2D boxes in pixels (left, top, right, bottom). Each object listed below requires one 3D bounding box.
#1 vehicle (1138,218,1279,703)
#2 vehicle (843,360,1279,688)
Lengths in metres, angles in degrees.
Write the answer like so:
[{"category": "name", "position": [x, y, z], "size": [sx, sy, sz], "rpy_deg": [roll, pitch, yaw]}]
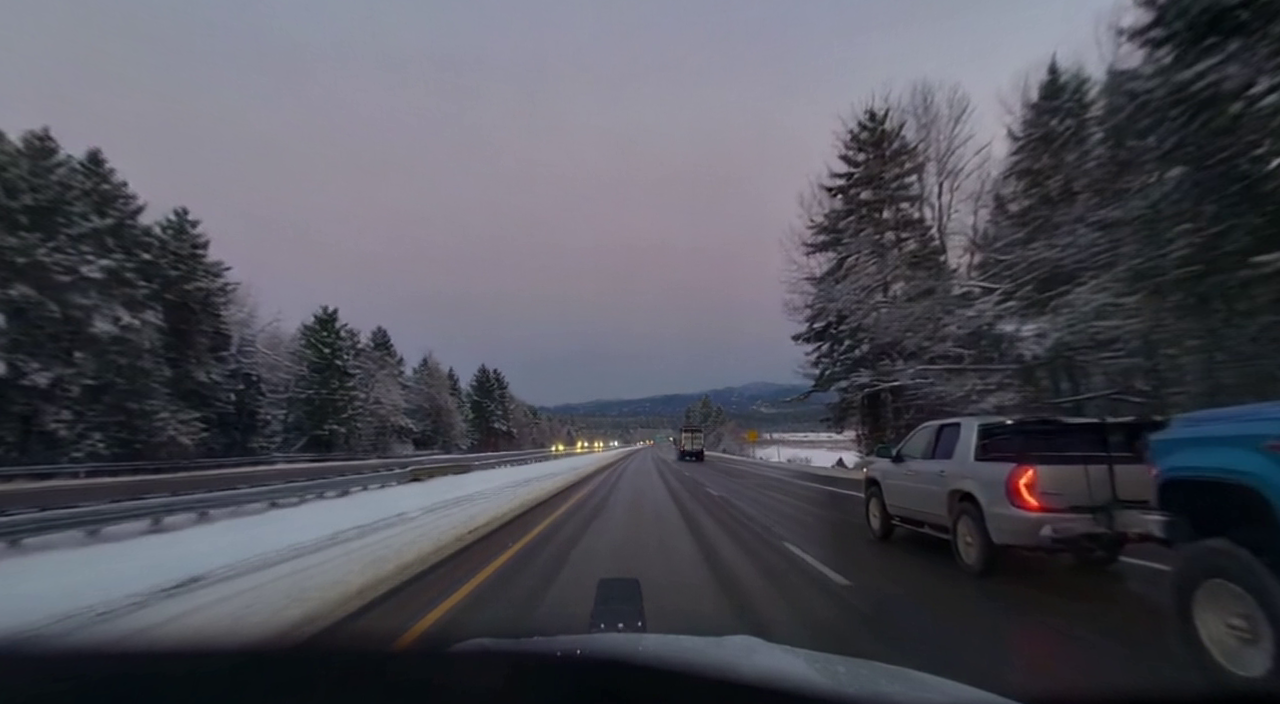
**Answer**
[{"category": "vehicle", "position": [4.011, 0.393, 1.683], "size": [2.150, 2.344, 3.759], "rpy_deg": [0, -8, 0]}, {"category": "vehicle", "position": [4.011, 1.344, 6.323], "size": [2.070, 1.799, 5.584], "rpy_deg": [0, -8, 0]}]
